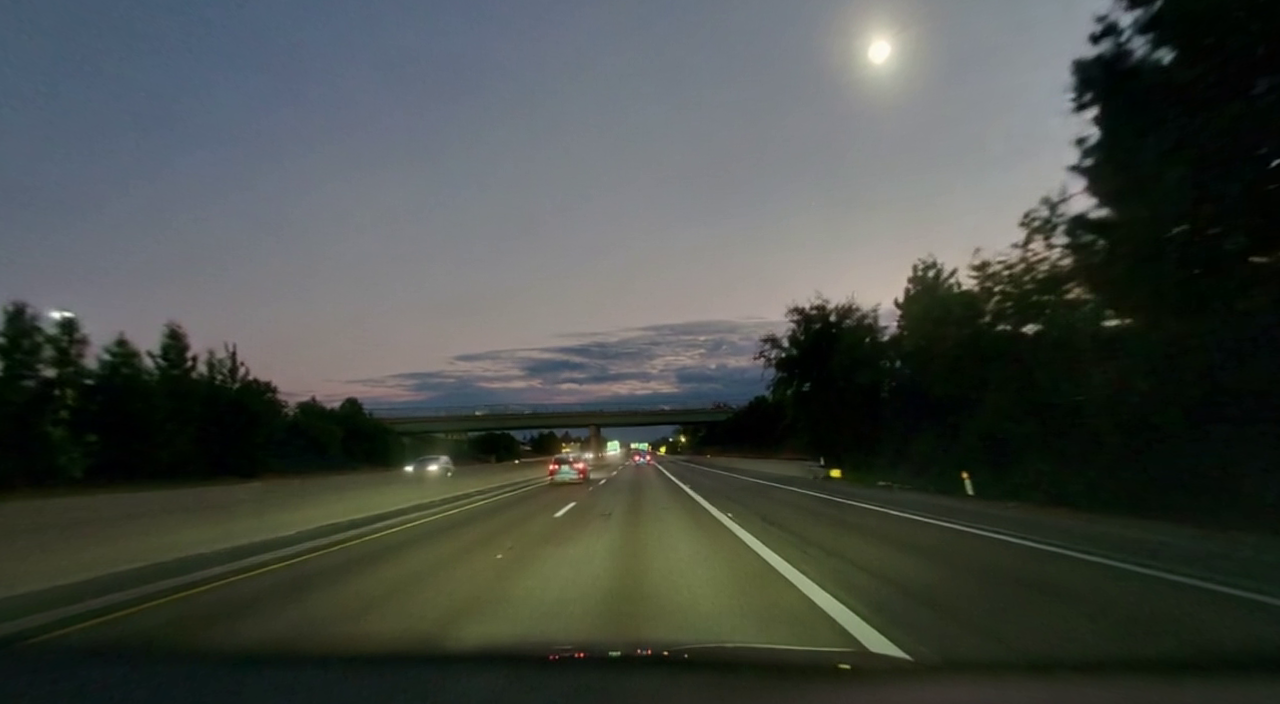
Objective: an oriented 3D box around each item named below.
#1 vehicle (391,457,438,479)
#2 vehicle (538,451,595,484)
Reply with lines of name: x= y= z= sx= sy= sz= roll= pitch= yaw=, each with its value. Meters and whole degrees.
vehicle: x=-15.867 y=8.151 z=44.567 sx=1.912 sy=1.430 sz=3.830 roll=-1 pitch=-9 yaw=0
vehicle: x=-3.578 y=5.726 z=31.550 sx=2.293 sy=1.462 sz=4.452 roll=-1 pitch=-9 yaw=0
